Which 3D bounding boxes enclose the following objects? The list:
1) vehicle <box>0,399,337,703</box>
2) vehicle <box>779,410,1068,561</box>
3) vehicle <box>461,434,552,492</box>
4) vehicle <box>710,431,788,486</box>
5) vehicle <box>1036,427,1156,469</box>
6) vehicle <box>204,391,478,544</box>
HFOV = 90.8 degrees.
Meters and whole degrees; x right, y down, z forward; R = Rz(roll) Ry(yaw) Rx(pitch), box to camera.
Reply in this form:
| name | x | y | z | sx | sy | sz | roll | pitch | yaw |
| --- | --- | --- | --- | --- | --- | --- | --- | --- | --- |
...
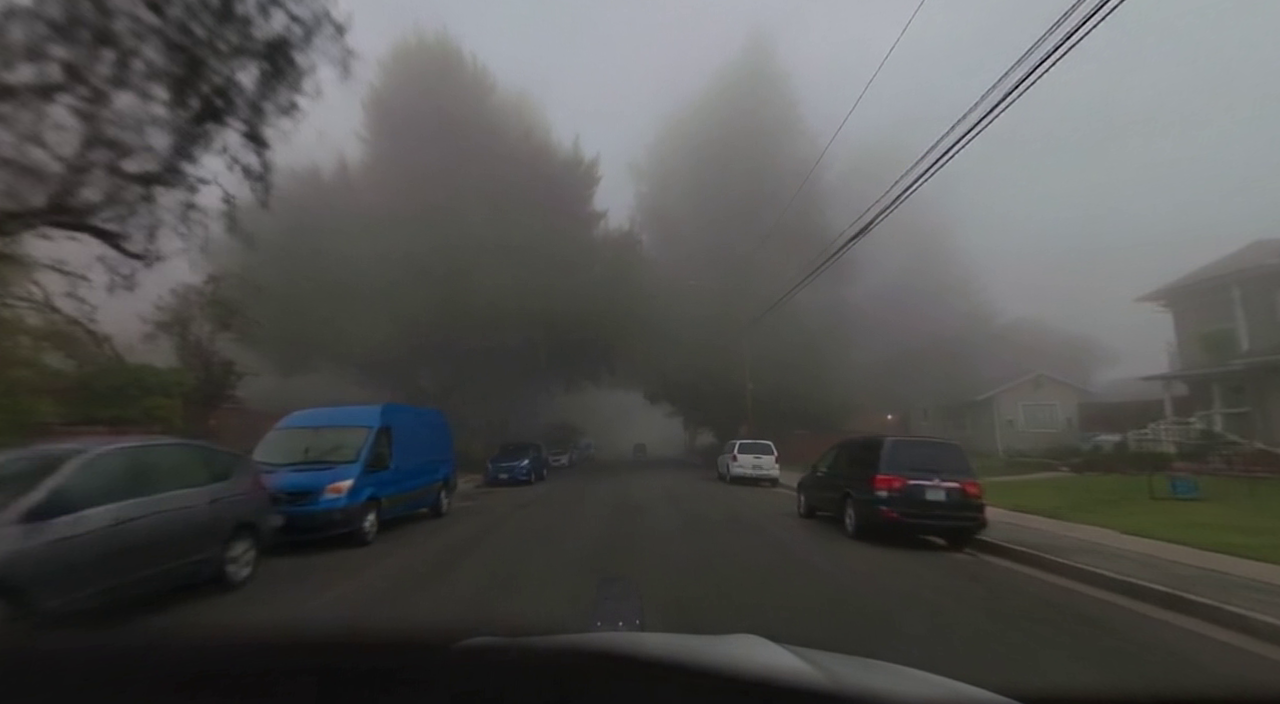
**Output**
| name | x | y | z | sx | sy | sz | roll | pitch | yaw |
| --- | --- | --- | --- | --- | --- | --- | --- | --- | --- |
| vehicle | -4.523 | 1.310 | 4.752 | 2.116 | 1.659 | 4.832 | -3 | -7 | 0 |
| vehicle | 4.095 | 2.058 | 10.664 | 2.152 | 1.810 | 5.846 | 1 | -8 | 0 |
| vehicle | -4.372 | 3.714 | 21.432 | 2.157 | 1.736 | 4.104 | -1 | -8 | 1 |
| vehicle | 3.890 | 3.900 | 23.457 | 2.173 | 1.806 | 4.701 | 0 | -8 | 1 |
| vehicle | 19.262 | 4.084 | 26.961 | 2.086 | 1.658 | 4.154 | 0 | -9 | 2 |
| vehicle | -4.646 | 1.884 | 11.163 | 2.087 | 1.993 | 5.635 | 0 | -7 | 0 |
